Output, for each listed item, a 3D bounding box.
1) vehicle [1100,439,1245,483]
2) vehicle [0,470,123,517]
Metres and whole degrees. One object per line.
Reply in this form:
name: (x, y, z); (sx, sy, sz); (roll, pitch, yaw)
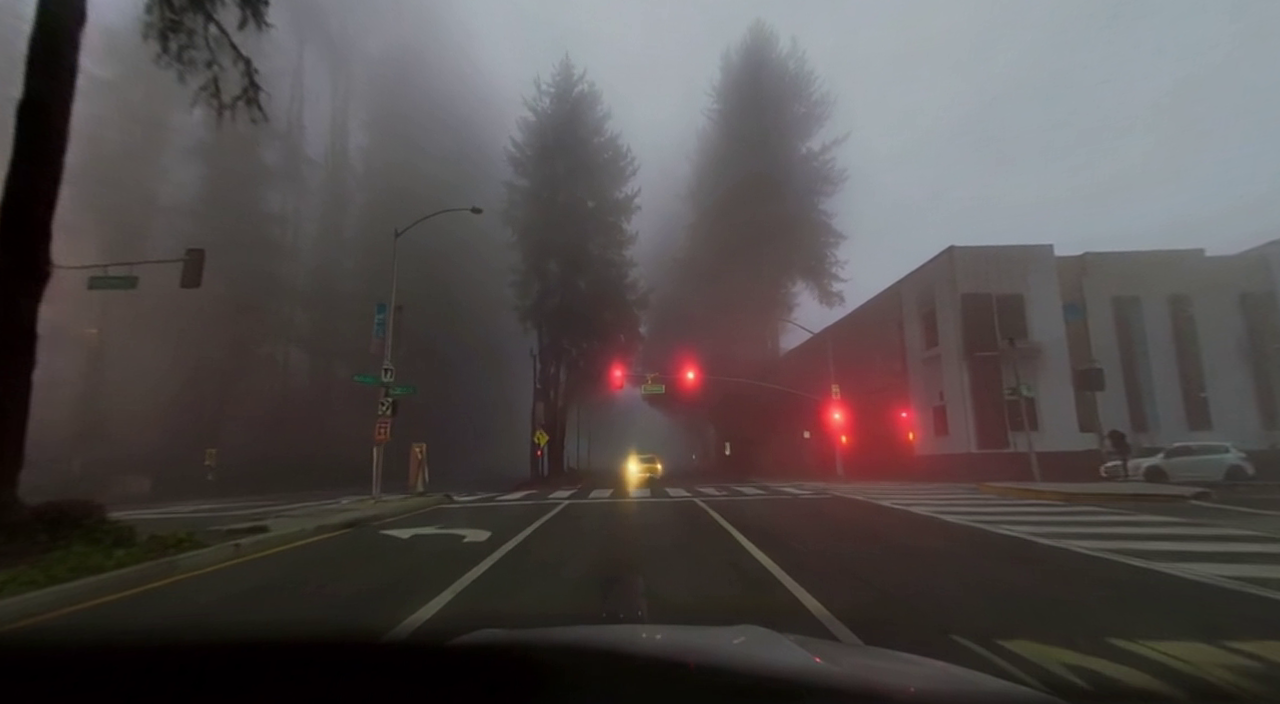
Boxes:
vehicle: (21.179, 4.332, 25.257); (3.967, 1.636, 1.932); (-1, -9, 0)
vehicle: (-23.011, 5.388, 24.337); (4.758, 1.549, 2.194); (-2, -9, 14)
